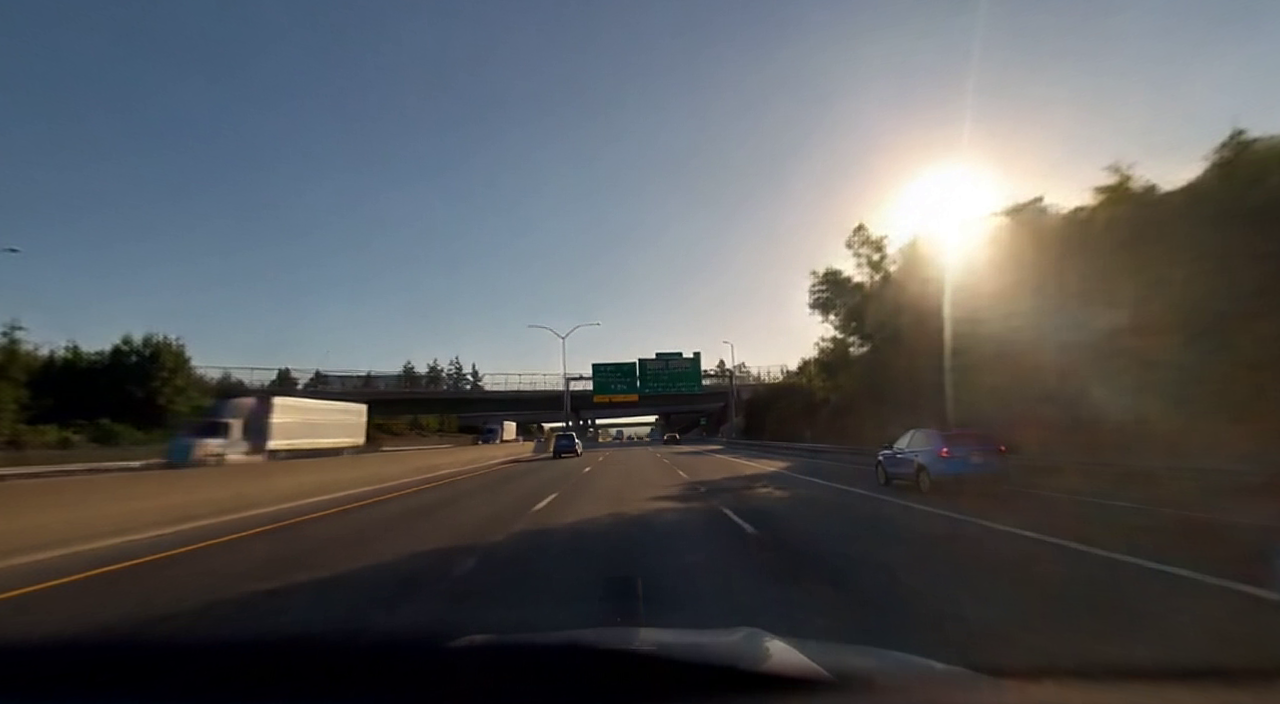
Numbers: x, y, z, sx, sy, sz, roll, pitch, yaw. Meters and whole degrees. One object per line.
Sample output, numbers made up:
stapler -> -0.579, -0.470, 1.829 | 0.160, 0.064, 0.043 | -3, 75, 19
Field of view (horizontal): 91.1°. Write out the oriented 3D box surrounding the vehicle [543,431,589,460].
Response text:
vehicle -> -3.948, 5.030, 34.125 | 2.032, 1.465, 4.316 | 0, -8, -1

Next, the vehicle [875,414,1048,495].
vehicle -> 7.363, 2.372, 14.925 | 1.956, 1.634, 3.935 | 0, -8, -1

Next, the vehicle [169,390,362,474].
vehicle -> -21.522, 4.840, 37.946 | 3.227, 4.116, 13.948 | 0, -8, -1
